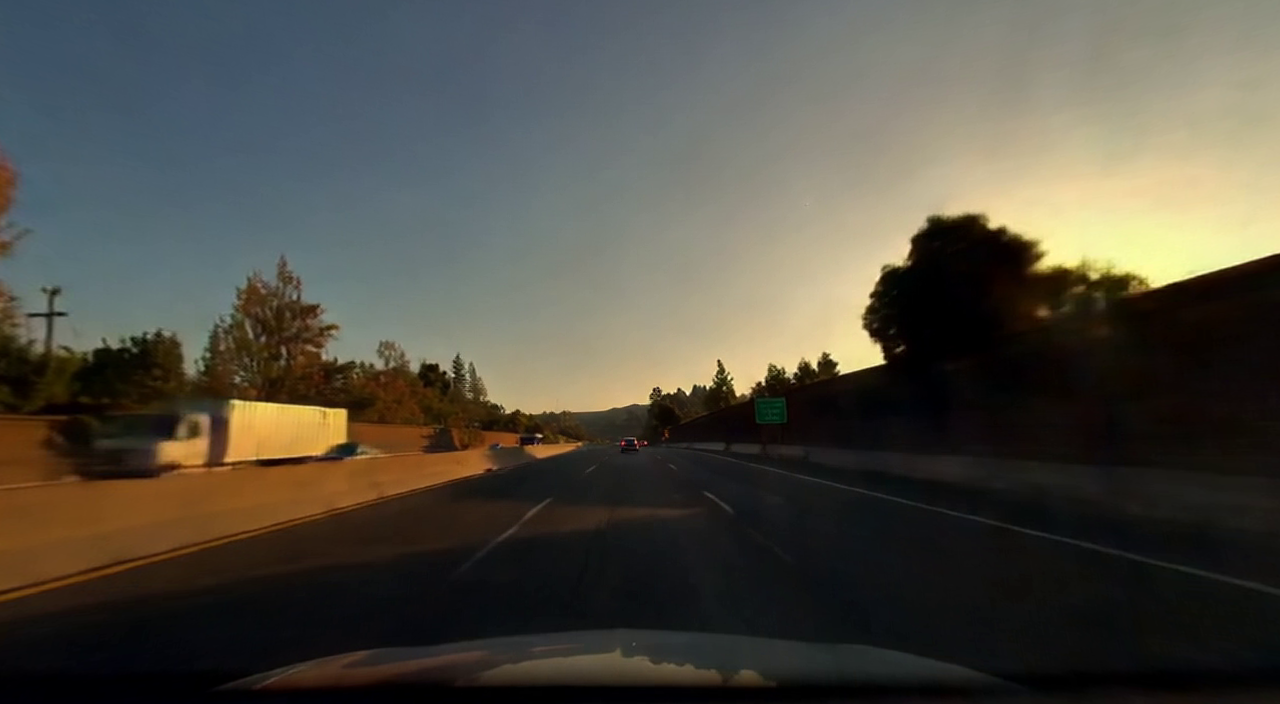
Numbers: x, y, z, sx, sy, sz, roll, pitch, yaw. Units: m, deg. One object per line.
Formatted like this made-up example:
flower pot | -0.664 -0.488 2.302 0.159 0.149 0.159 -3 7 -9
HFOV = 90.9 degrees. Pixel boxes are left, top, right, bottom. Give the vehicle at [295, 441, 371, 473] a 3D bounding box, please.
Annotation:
vehicle | -16.109 5.508 33.353 1.962 1.560 4.033 0 -8 0

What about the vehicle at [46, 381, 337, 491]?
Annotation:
vehicle | -20.693 4.224 31.816 3.002 4.093 16.312 0 -8 -1
